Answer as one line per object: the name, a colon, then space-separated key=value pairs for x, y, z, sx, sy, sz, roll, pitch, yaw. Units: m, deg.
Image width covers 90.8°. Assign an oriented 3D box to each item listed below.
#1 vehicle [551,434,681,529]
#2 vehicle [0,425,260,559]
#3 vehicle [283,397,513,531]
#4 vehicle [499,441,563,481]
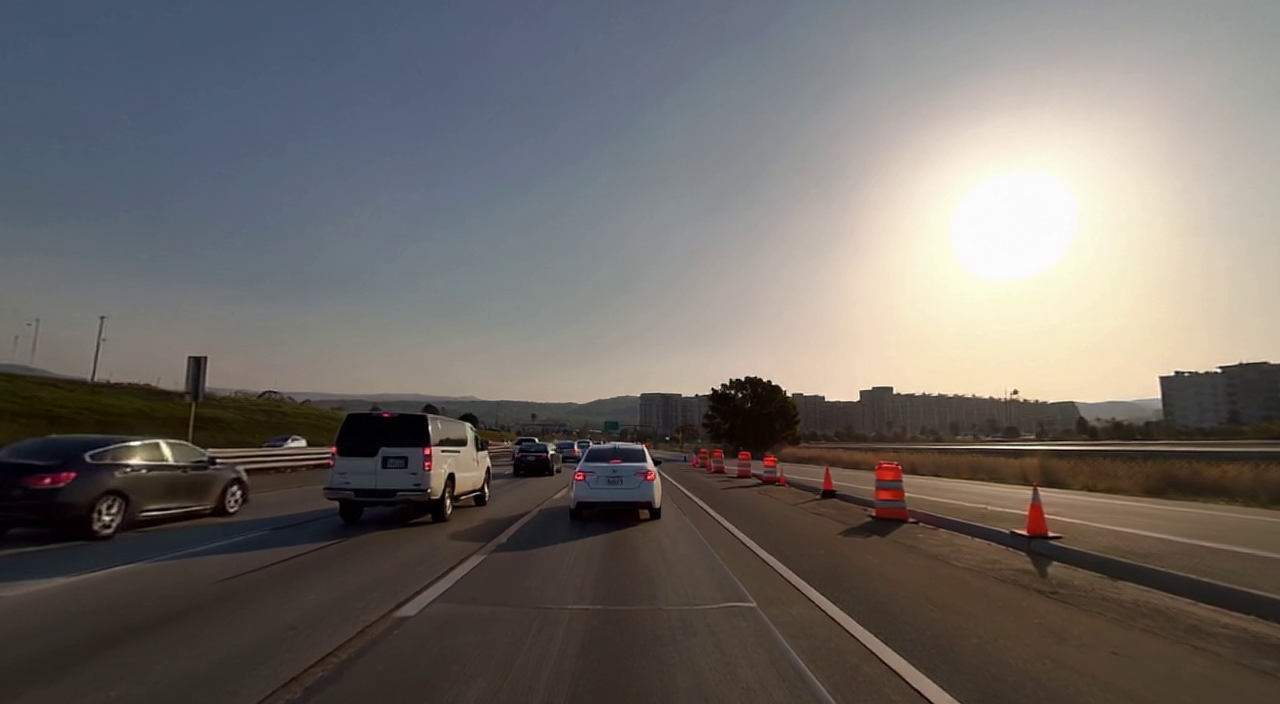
vehicle: x=-0.426 y=2.367 z=12.101 sx=2.069 sy=1.484 sz=3.918 roll=0 pitch=-9 yaw=-1
vehicle: x=-7.933 y=1.911 z=9.357 sx=1.930 sy=1.506 sz=4.279 roll=0 pitch=-9 yaw=0
vehicle: x=-4.258 y=2.130 z=12.521 sx=2.324 sy=2.012 sz=5.740 roll=0 pitch=-9 yaw=-1
vehicle: x=-4.229 y=4.274 z=25.034 sx=1.824 sy=1.459 sz=4.007 roll=0 pitch=-9 yaw=0
